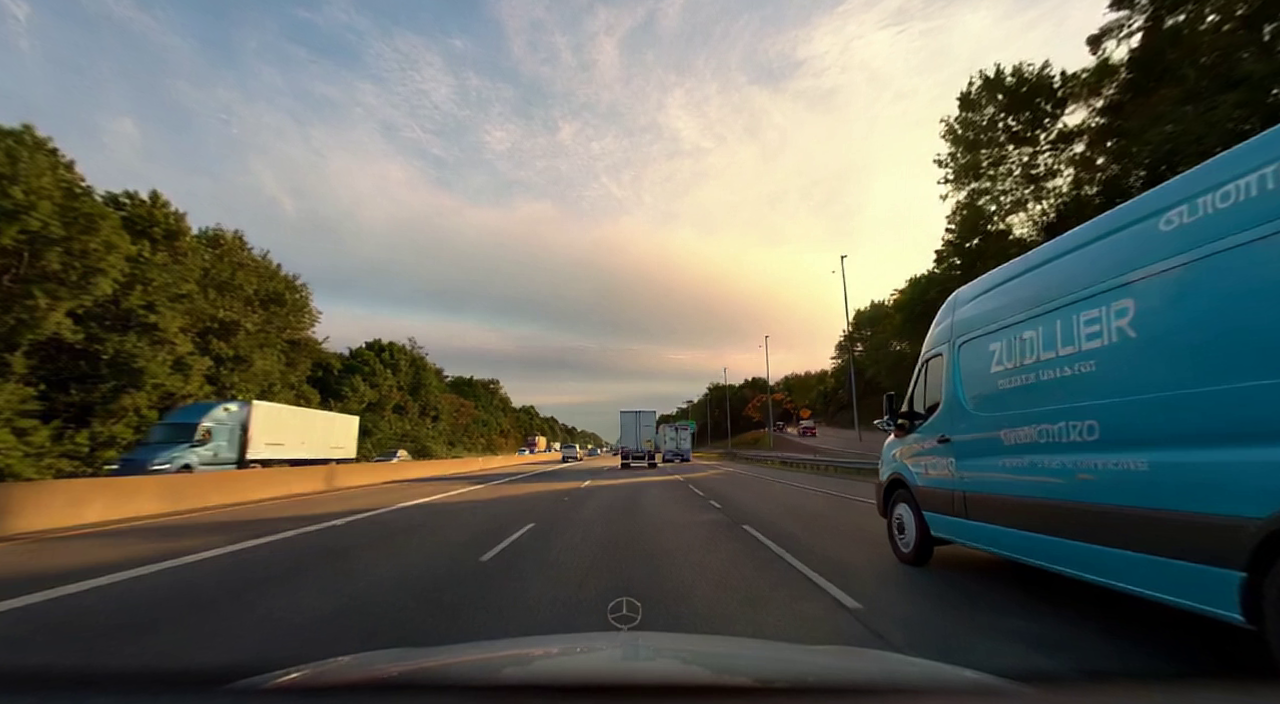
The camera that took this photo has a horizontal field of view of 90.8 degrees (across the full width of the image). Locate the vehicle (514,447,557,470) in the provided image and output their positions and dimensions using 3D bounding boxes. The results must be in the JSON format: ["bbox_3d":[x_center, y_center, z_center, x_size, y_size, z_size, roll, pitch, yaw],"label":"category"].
[{"bbox_3d":[-6.999,7.187,42.724,2.069,1.495,4.698,0,-9,0],"label":"vehicle"}]

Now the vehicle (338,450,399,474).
[{"bbox_3d":[-17.403,7.020,40.629,1.945,1.440,4.397,0,-9,0],"label":"vehicle"}]

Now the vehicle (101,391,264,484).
[{"bbox_3d":[-21.063,4.048,29.588,2.997,3.912,5.928,0,-9,0],"label":"vehicle"}]

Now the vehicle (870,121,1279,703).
[{"bbox_3d":[3.845,0.598,4.052,2.338,2.690,6.025,0,-9,-1],"label":"vehicle"}]
